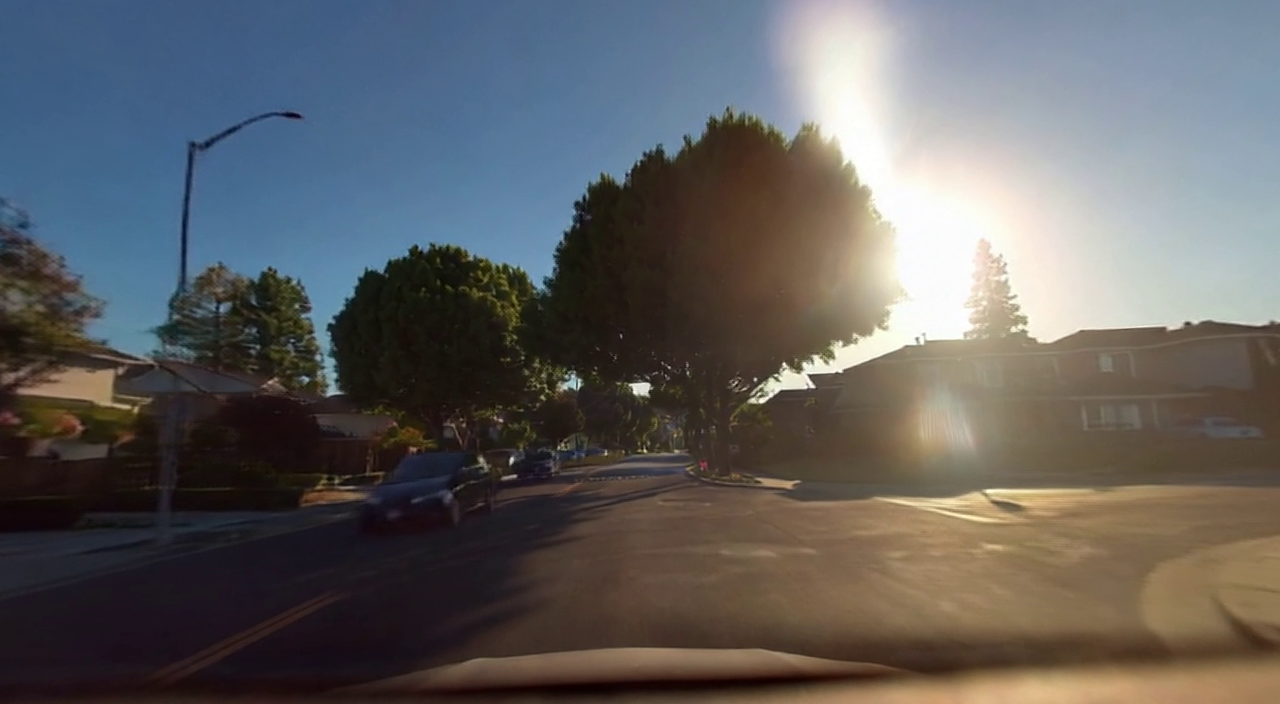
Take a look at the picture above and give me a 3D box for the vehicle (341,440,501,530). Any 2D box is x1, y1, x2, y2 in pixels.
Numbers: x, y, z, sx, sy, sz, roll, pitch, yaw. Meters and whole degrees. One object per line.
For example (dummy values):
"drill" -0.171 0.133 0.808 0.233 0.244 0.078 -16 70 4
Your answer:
"vehicle" -4.615 2.839 14.098 2.025 1.660 4.151 -1 -9 1

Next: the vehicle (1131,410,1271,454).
"vehicle" 22.844 3.342 26.000 1.875 1.609 4.322 -1 -9 3
